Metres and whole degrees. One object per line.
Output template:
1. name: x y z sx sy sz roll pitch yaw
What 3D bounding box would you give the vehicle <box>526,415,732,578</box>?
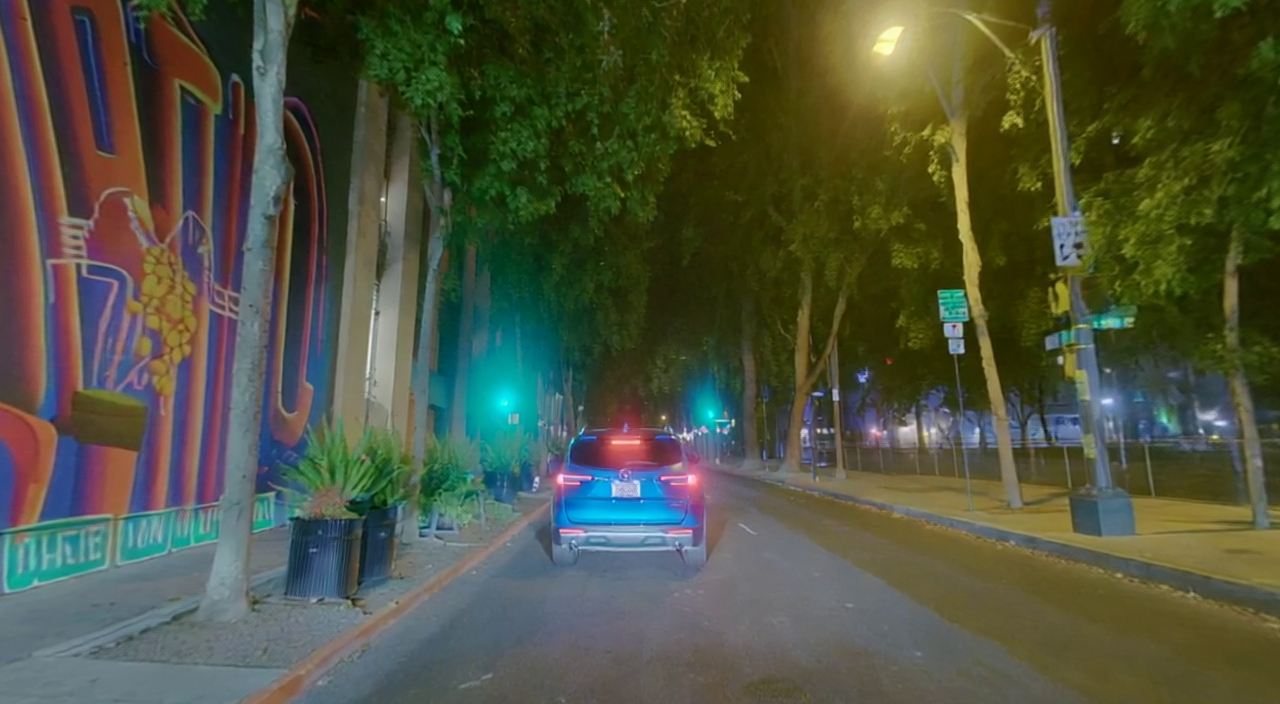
1. vehicle: -0.131 1.753 8.380 2.079 1.621 3.861 0 -8 -1
